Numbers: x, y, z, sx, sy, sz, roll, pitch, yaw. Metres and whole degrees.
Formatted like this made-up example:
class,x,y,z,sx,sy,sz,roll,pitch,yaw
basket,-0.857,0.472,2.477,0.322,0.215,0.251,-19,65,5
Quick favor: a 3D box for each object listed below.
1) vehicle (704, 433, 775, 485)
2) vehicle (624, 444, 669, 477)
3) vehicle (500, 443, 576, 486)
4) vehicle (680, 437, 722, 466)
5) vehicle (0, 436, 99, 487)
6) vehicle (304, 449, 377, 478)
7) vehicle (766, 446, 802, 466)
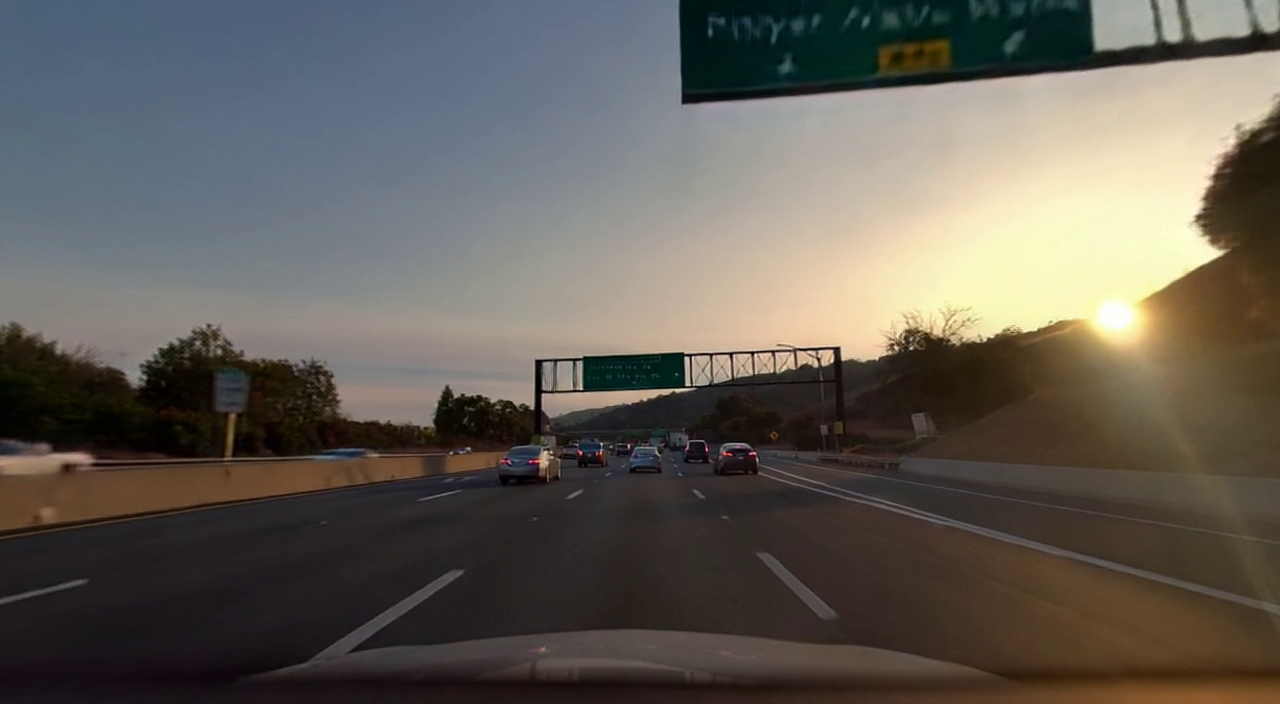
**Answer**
class,x,y,z,sx,sy,sz,roll,pitch,yaw
vehicle,3.682,4.067,24.139,2.045,1.768,4.249,0,-9,0
vehicle,0.333,5.273,30.699,2.071,1.478,4.130,0,-9,1
vehicle,-3.787,4.267,24.255,1.996,1.488,4.451,0,-9,3
vehicle,4.671,7.864,49.727,2.802,2.151,6.579,0,-9,1
vehicle,-23.591,4.087,23.603,2.055,1.786,4.972,0,-9,2
vehicle,-16.434,6.099,34.770,1.786,1.478,4.340,0,-9,2
vehicle,10.931,7.941,48.094,1.971,1.464,4.357,0,-9,3
